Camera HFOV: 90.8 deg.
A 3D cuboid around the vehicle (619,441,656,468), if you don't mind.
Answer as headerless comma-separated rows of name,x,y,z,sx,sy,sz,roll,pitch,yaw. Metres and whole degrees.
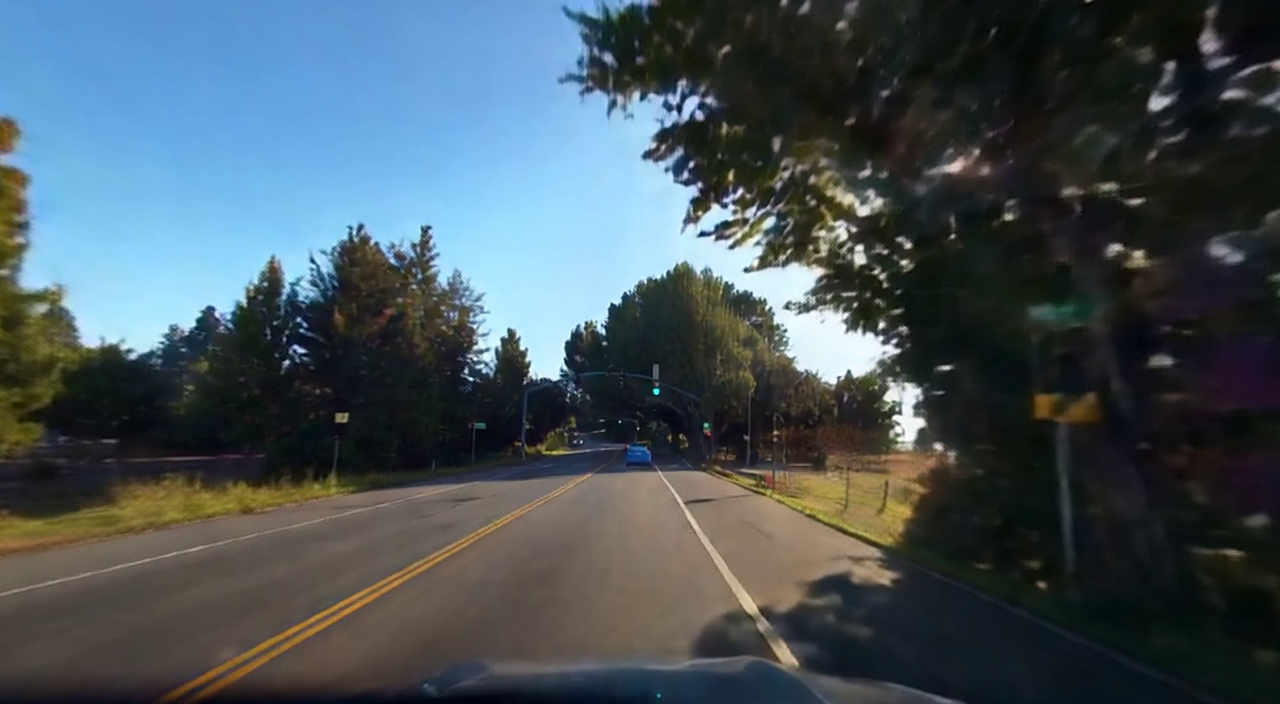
vehicle,-0.169,6.013,37.132,2.042,1.489,3.963,0,-9,0
